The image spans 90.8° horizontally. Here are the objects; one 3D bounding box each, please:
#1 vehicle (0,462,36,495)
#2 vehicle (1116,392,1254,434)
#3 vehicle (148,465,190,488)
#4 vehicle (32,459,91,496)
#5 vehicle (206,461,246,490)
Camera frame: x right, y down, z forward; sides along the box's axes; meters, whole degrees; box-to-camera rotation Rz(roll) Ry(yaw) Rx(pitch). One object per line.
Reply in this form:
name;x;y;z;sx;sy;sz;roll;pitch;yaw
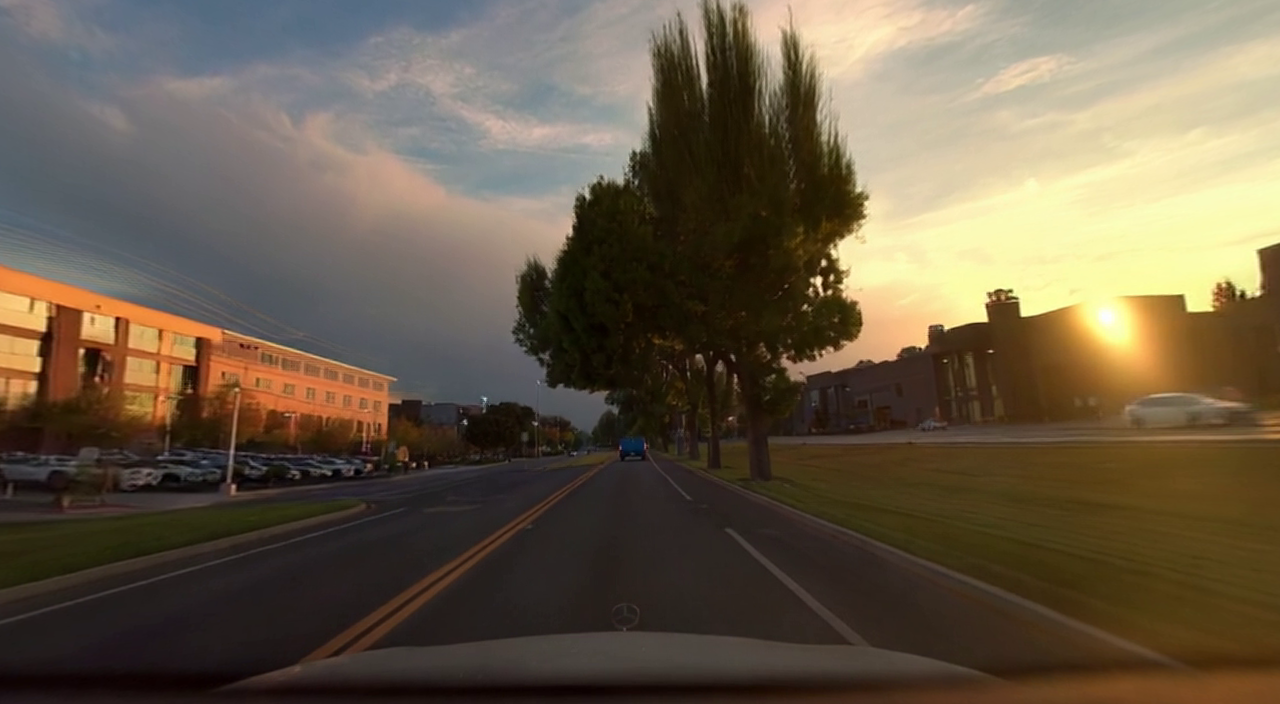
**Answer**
vehicle;-37.806;7.499;37.629;2.047;1.746;4.461;6;-10;-37
vehicle;21.651;2.504;25.343;1.805;1.478;3.950;0;-8;-5
vehicle;-32.060;8.444;42.933;1.747;1.468;3.972;7;-13;-42
vehicle;-34.533;7.452;37.834;2.050;1.938;4.789;6;-10;-37
vehicle;-27.865;8.239;42.418;1.930;1.718;4.438;6;-10;-35
